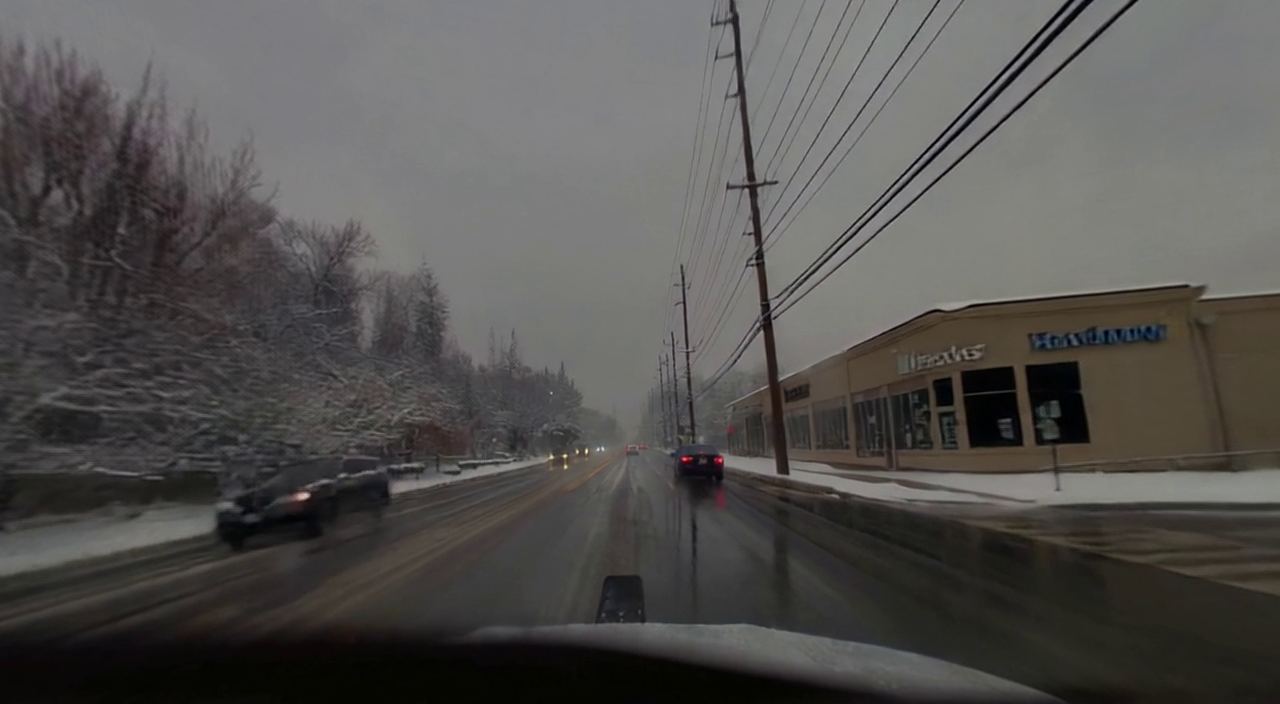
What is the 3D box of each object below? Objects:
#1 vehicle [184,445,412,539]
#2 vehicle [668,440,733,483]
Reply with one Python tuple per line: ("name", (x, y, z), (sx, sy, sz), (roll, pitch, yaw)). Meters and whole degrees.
("vehicle", (-6.284, 2.571, 12.329), (2.069, 1.490, 4.254), (0, -8, 0))
("vehicle", (2.210, 4.111, 23.994), (1.975, 1.497, 3.647), (0, -9, -2))
